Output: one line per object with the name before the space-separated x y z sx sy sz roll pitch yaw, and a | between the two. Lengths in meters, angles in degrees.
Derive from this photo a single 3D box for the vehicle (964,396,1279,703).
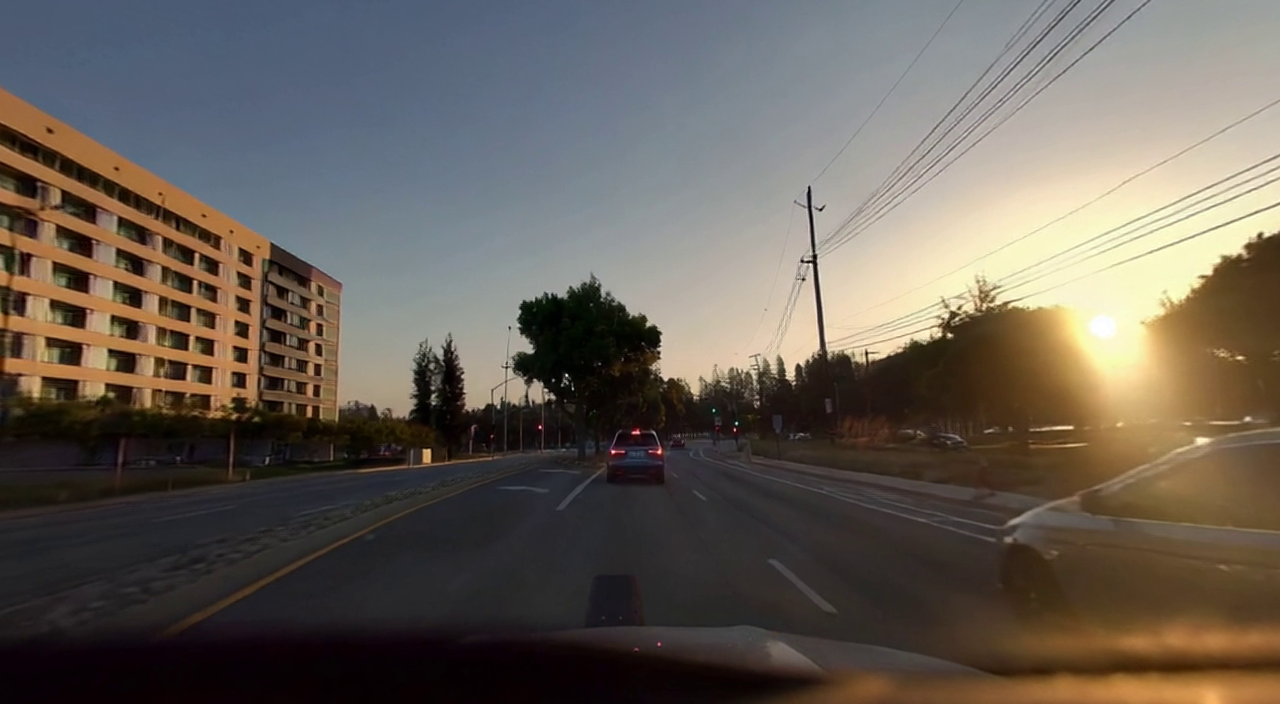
vehicle | 3.142 0.850 1.795 1.990 1.482 4.575 0 -9 0

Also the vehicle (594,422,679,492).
vehicle | -0.091 3.032 18.419 2.189 1.776 4.342 0 -9 0
